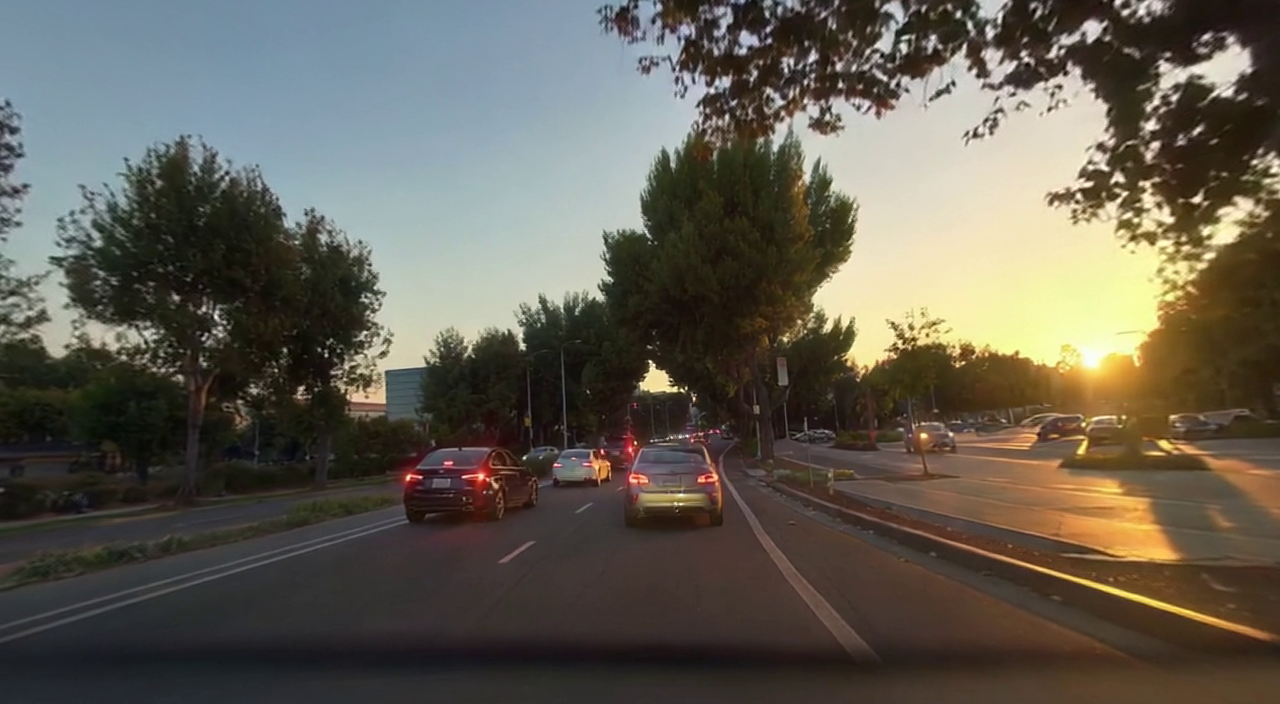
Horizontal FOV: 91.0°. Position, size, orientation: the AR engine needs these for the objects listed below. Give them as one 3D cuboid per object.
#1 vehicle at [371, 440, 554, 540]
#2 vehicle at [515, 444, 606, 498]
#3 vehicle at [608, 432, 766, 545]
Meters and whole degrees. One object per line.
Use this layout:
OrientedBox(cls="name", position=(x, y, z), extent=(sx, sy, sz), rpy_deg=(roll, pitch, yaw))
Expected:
OrientedBox(cls="vehicle", position=(-3.028, 2.445, 11.847), extent=(1.940, 1.502, 4.241), rpy_deg=(-1, -9, 4))
OrientedBox(cls="vehicle", position=(-2.332, 3.639, 19.692), extent=(1.870, 1.490, 4.187), rpy_deg=(-1, -9, 6))
OrientedBox(cls="vehicle", position=(0.687, 2.190, 10.736), extent=(2.142, 1.528, 4.133), rpy_deg=(0, -9, 1))
